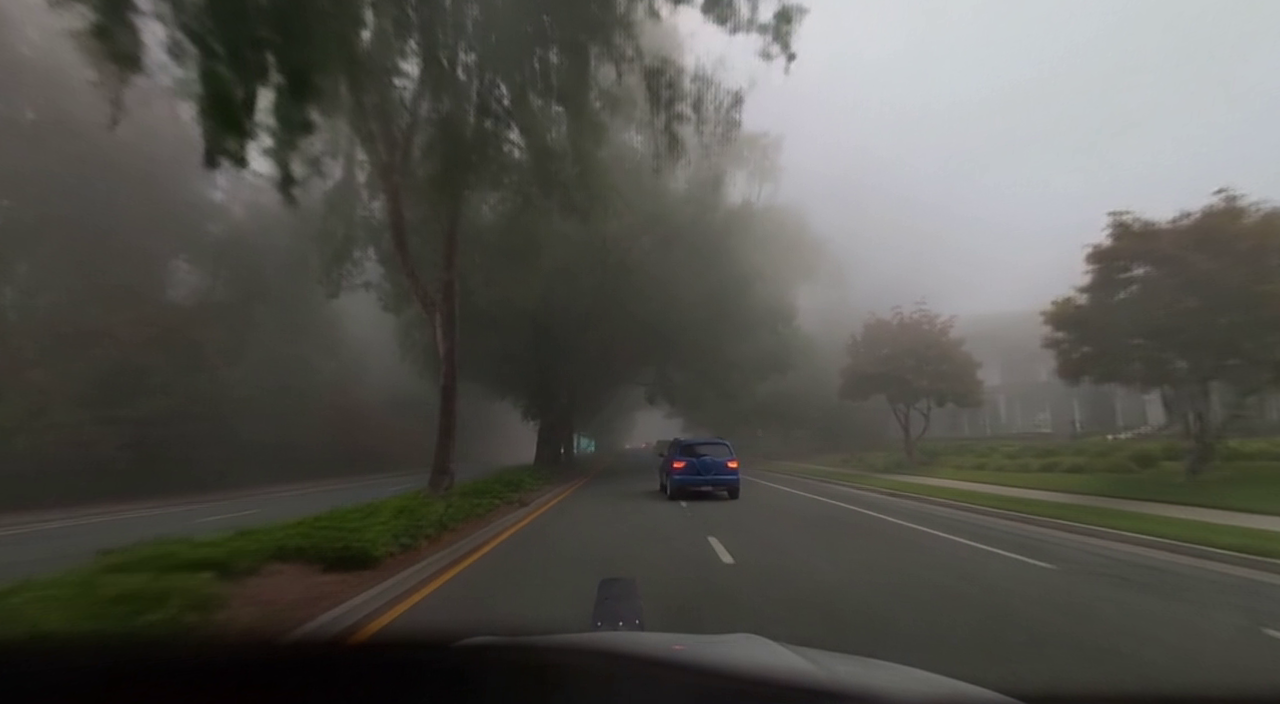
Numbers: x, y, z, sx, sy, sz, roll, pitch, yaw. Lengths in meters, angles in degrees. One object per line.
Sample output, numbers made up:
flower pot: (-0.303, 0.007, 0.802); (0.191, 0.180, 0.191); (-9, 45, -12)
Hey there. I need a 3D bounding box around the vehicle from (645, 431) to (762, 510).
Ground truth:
vehicle: (1.317, 2.766, 15.263); (2.066, 1.603, 4.475); (0, -9, -4)
